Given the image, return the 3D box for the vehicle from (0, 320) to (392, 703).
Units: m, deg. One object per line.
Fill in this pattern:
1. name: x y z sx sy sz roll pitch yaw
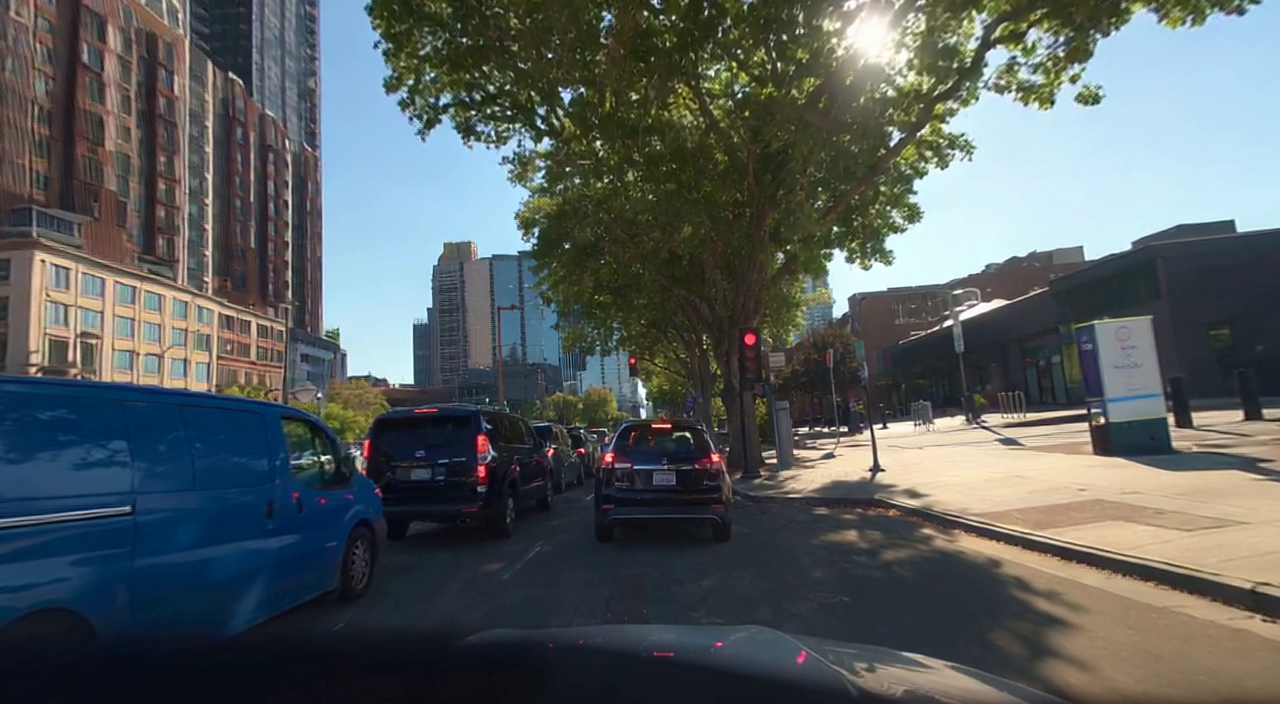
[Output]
1. vehicle: -3.173 0.973 3.590 1.940 1.722 3.823 0 -8 0

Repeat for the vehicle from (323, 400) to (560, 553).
1. vehicle: -2.642 1.811 9.806 2.124 1.799 4.587 0 -8 1

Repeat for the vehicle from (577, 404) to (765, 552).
1. vehicle: 0.370 1.770 9.439 2.205 1.727 3.917 0 -8 0
